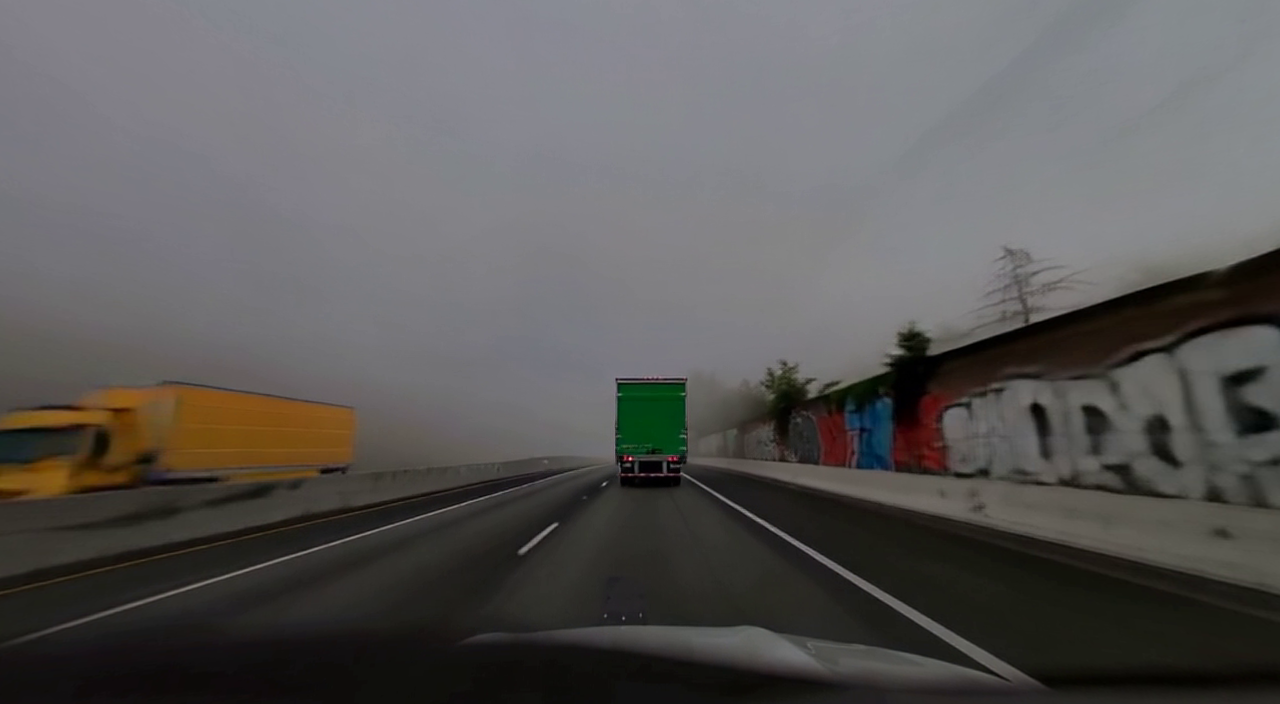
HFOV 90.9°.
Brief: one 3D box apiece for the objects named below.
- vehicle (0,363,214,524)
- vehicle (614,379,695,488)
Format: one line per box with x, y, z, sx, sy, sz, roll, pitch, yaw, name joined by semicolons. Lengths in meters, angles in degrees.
-16.285;2.718;18.653;3.009;3.980;5.790;0;-9;1;vehicle
0.432;3.753;28.125;2.900;3.955;10.151;0;-9;-1;vehicle
